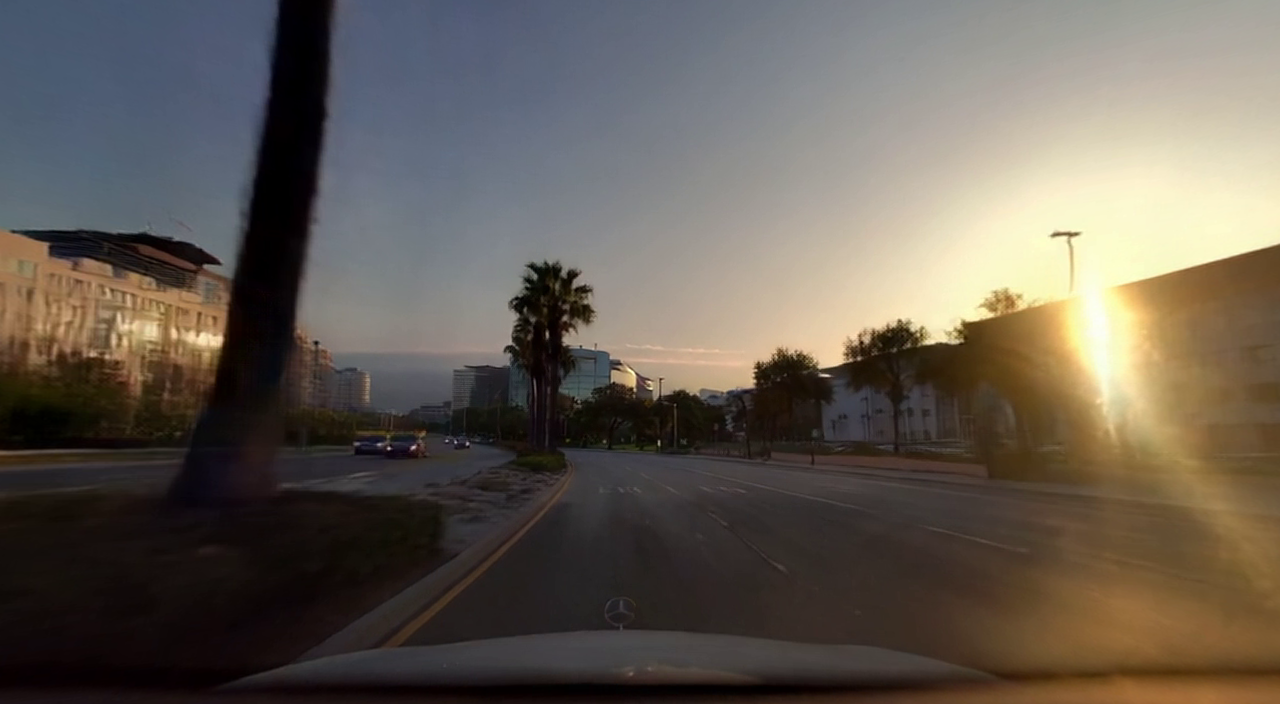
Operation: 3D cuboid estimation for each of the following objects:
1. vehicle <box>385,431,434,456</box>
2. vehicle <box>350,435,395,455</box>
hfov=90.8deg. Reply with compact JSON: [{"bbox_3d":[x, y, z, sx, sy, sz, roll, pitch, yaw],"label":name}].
[{"bbox_3d":[-15.672,6.274,43.188,2.012,1.633,4.505,1,-9,-5],"label":"vehicle"},{"bbox_3d":[-20.517,7.183,48.616,1.918,1.465,4.508,1,-9,-6],"label":"vehicle"}]
